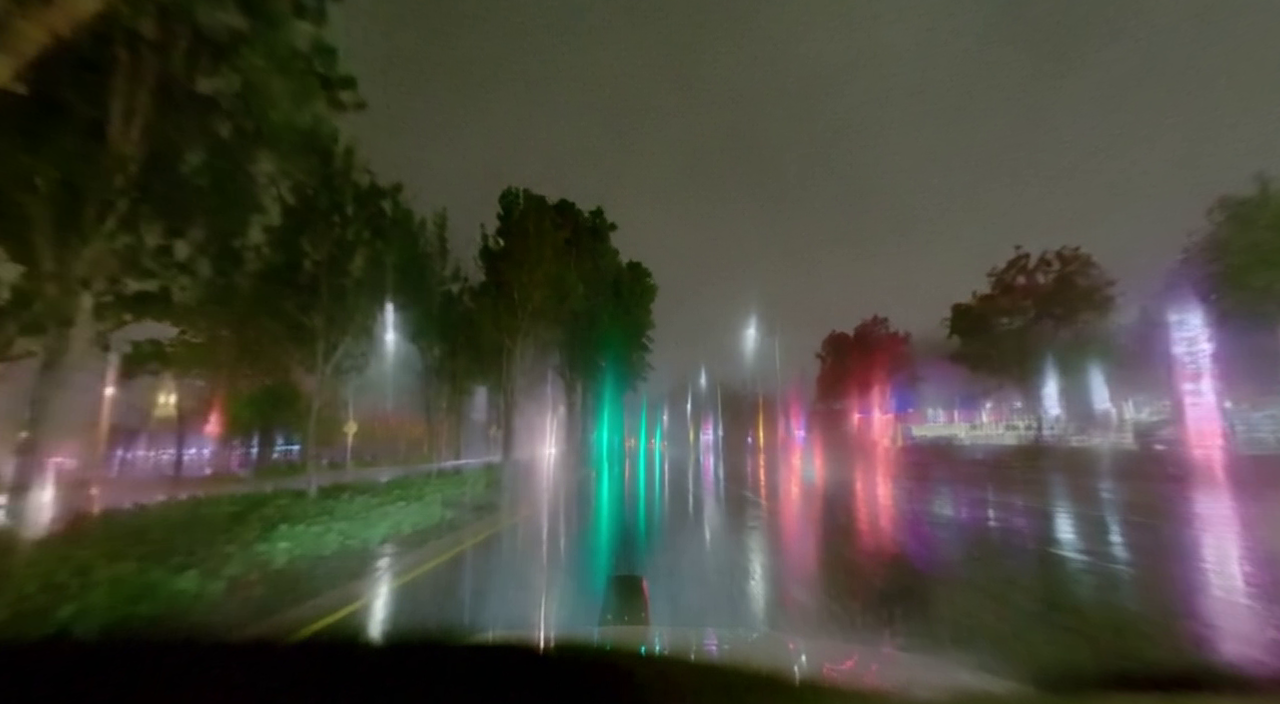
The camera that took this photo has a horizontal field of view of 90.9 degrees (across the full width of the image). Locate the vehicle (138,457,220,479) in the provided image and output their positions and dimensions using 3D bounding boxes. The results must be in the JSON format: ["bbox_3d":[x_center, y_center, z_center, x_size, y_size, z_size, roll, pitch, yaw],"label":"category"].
[{"bbox_3d":[-31.009,7.855,42.493,3.970,1.408,1.825,1,-11,-7],"label":"vehicle"}]

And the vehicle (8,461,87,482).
[{"bbox_3d":[-46.844,9.457,49.977,1.843,1.525,4.352,0,-9,4],"label":"vehicle"}]

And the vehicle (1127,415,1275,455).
[{"bbox_3d":[31.855,4.756,35.969,6.116,1.924,2.287,-3,-7,1],"label":"vehicle"}]

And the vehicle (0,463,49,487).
[{"bbox_3d":[-44.276,8.590,44.068,1.784,1.486,4.167,0,-8,1],"label":"vehicle"}]
